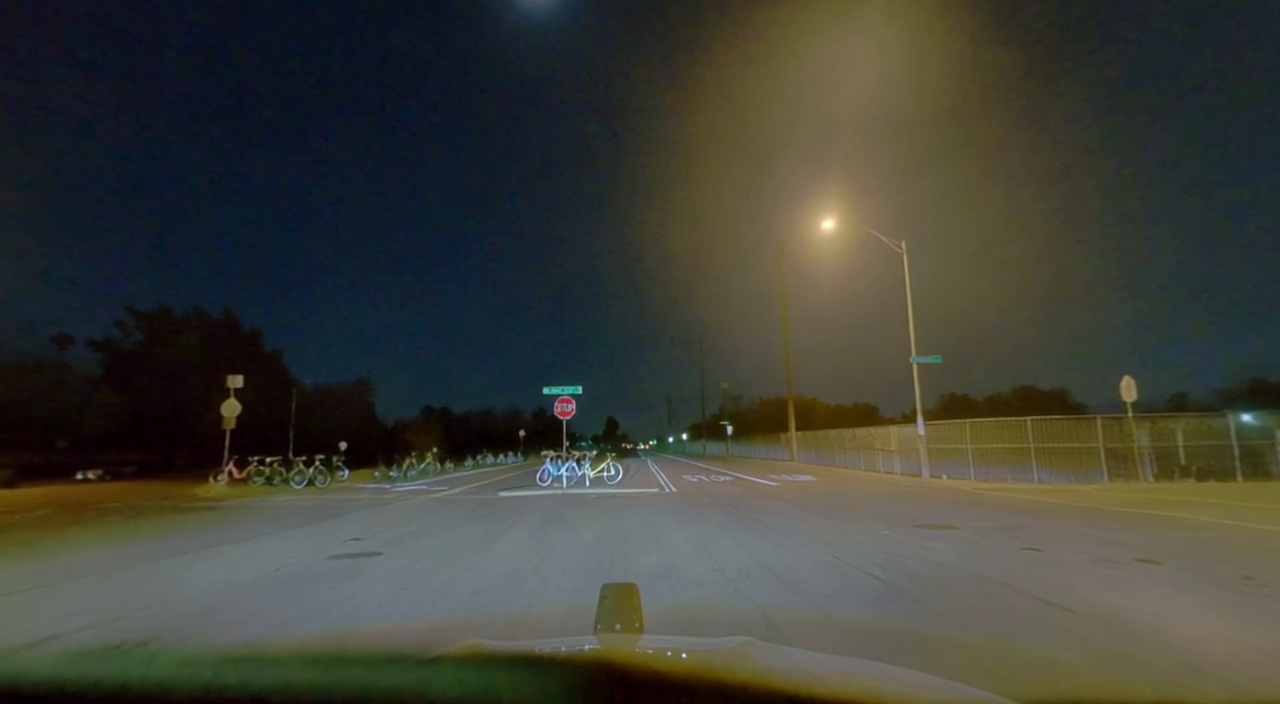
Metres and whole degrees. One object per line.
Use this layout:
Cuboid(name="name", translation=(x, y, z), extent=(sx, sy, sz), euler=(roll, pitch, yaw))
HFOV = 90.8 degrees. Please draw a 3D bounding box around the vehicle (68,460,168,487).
Cuboid(name="vehicle", translation=(-33.556, 7.783, 40.685), extent=(4.569, 1.558, 1.903), euler=(0, -9, -5))
